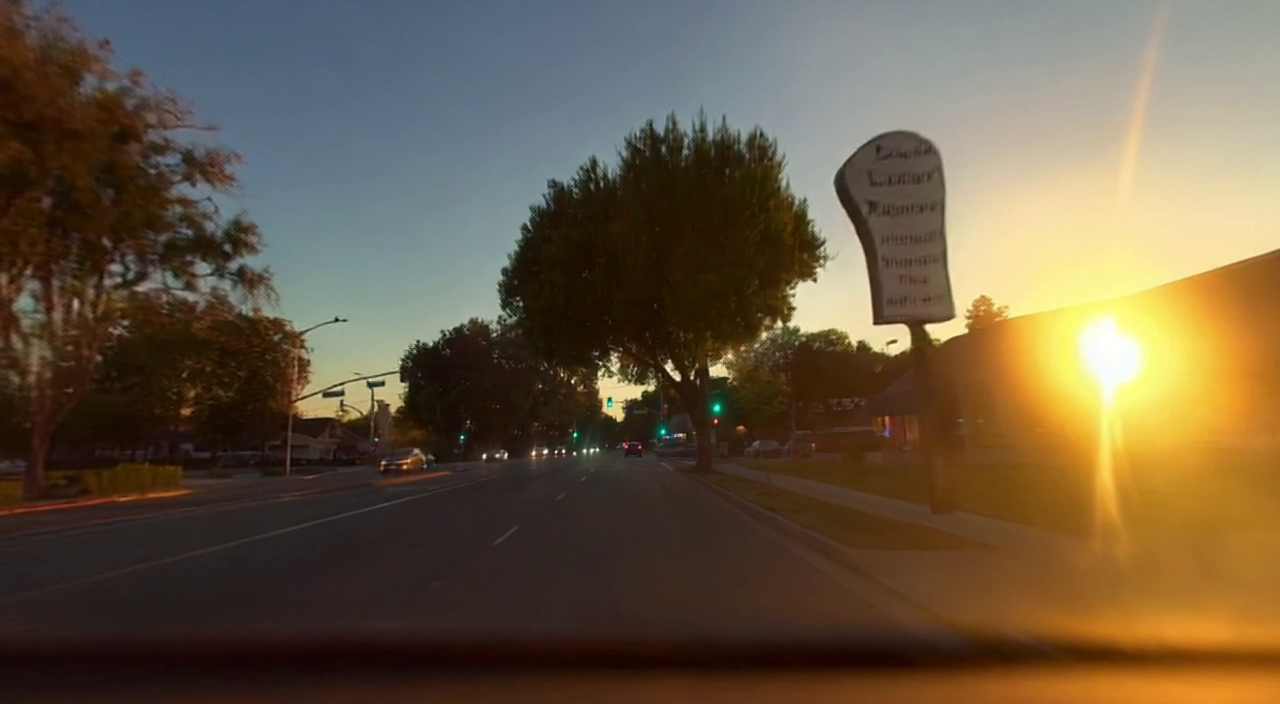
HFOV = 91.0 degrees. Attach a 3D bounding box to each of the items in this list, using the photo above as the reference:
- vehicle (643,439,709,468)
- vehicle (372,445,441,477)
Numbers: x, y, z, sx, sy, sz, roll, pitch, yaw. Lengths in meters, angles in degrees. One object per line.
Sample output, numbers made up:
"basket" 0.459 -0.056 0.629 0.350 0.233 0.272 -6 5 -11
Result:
"vehicle" 2.227 6.117 38.123 2.191 1.607 4.361 -5 -10 31
"vehicle" -13.003 6.063 35.362 2.145 1.660 4.423 0 -9 0
